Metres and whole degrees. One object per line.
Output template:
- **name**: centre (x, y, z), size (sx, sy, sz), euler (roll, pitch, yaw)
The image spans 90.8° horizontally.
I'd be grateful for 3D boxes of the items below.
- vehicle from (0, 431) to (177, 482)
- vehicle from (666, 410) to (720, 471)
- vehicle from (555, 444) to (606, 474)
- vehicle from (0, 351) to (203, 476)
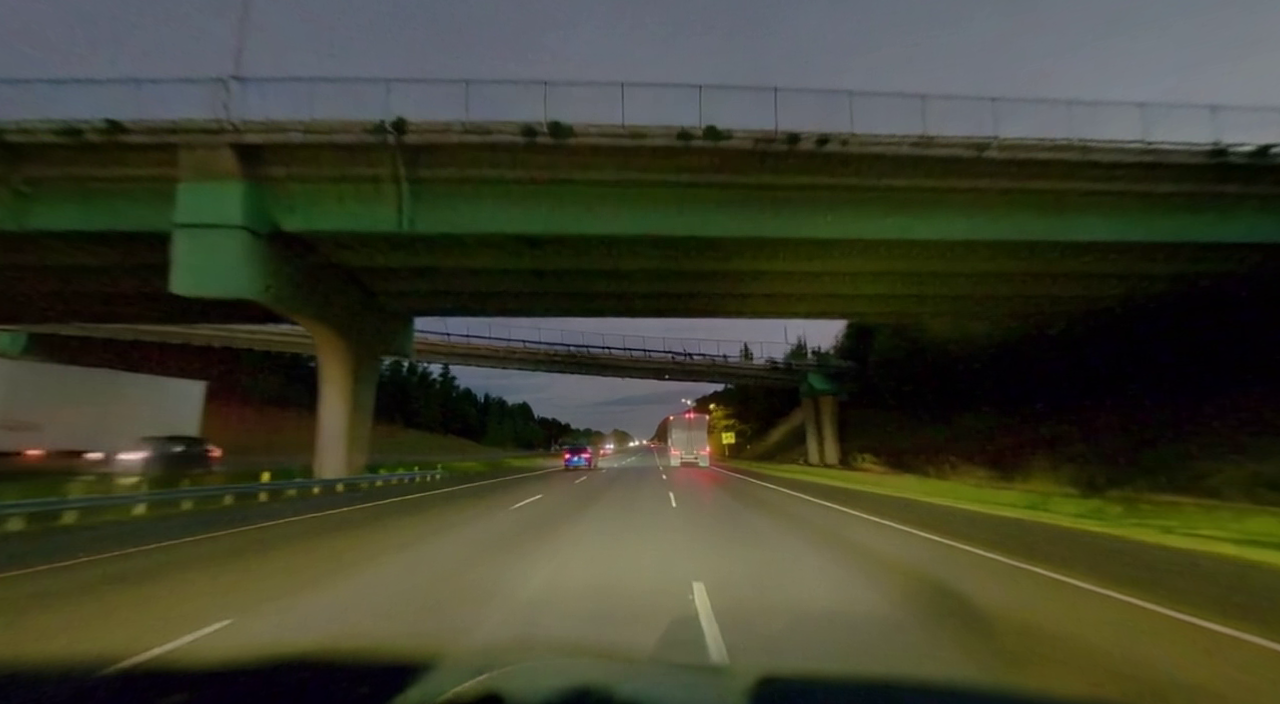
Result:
- **vehicle**: centre (-17.734, 3.392, 20.618), size (1.788, 1.461, 4.321), euler (0, -9, 2)
- **vehicle**: centre (3.656, 6.591, 46.601), size (2.943, 3.830, 12.409), euler (0, -9, 0)
- **vehicle**: centre (-3.074, 5.636, 33.471), size (2.038, 1.489, 4.603), euler (-1, -9, 3)
- **vehicle**: centre (-22.028, 2.262, 22.043), size (2.907, 3.988, 14.319), euler (-1, -9, 2)
